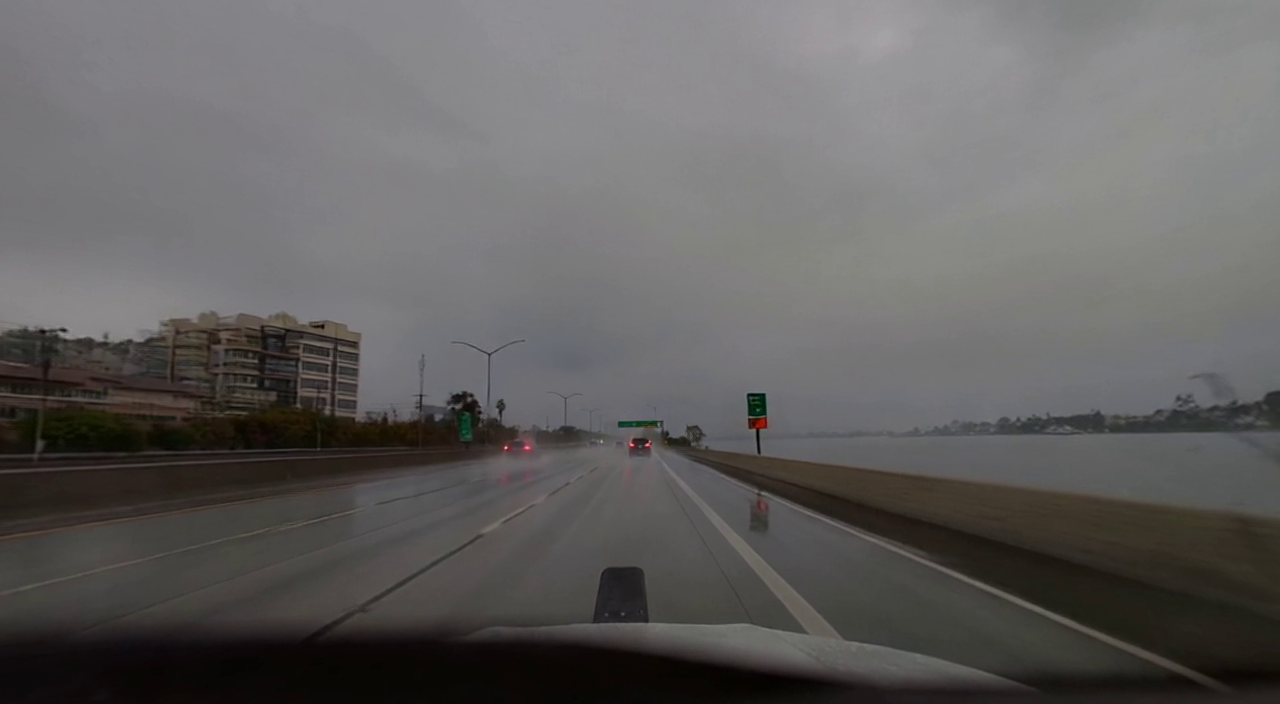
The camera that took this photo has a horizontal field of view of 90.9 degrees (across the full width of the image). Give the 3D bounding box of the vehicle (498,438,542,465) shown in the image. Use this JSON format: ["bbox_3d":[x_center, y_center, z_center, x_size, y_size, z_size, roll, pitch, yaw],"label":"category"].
[{"bbox_3d":[-7.348,6.118,38.978,1.946,1.590,4.042,0,-8,0],"label":"vehicle"}]
